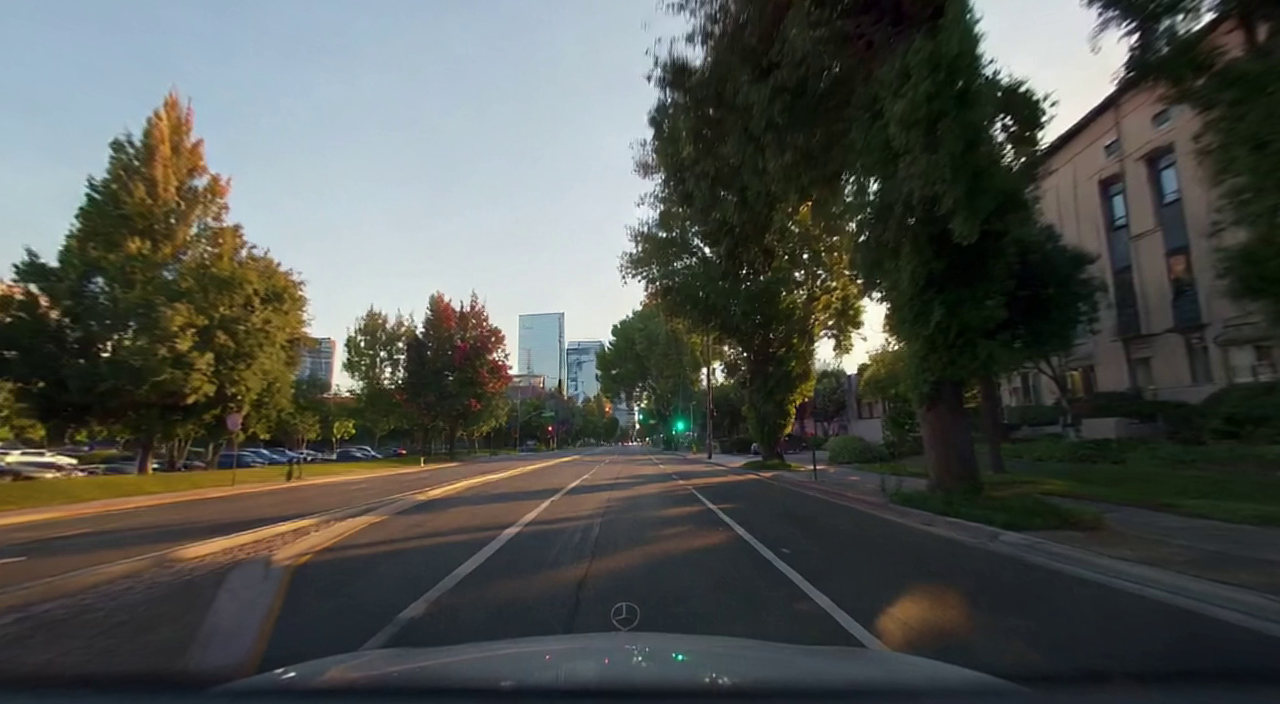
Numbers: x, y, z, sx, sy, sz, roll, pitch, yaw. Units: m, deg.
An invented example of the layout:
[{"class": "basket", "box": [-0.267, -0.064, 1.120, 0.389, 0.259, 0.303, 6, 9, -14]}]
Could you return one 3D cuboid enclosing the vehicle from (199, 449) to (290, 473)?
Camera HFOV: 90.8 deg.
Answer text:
[{"class": "vehicle", "box": [-25.112, 6.905, 40.223, 4.417, 1.460, 2.076, 0, -8, 2]}]
